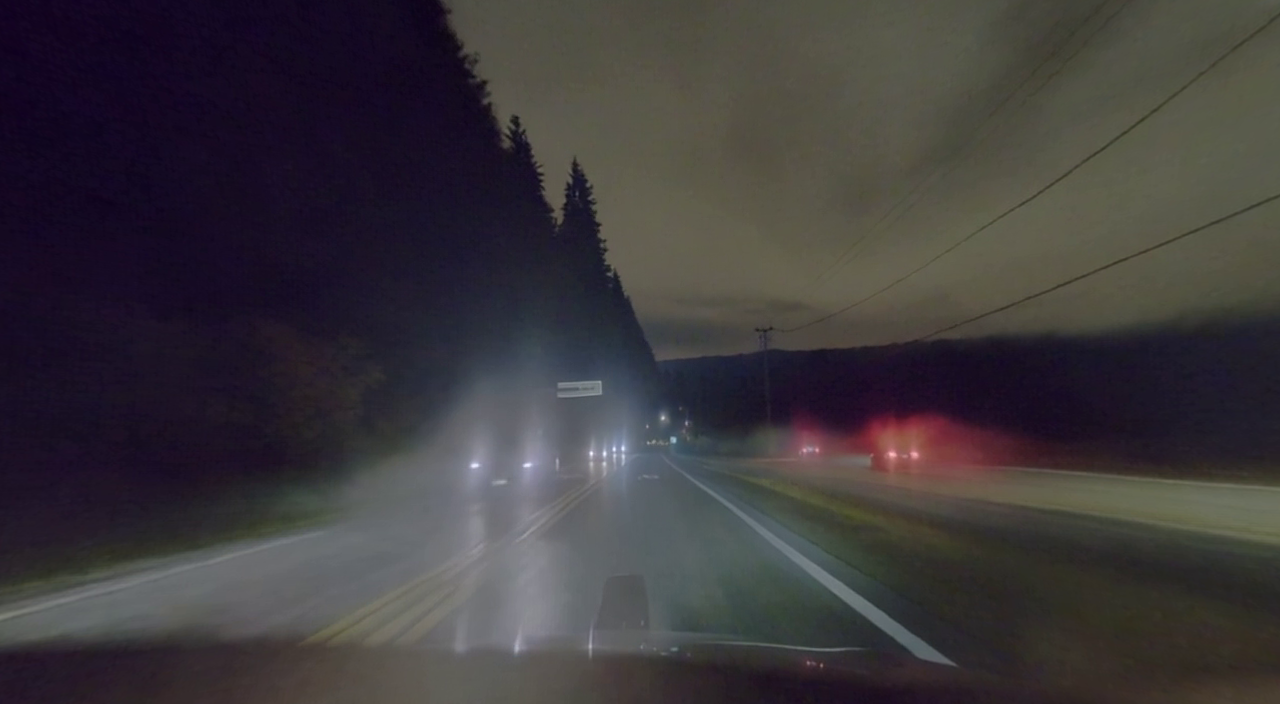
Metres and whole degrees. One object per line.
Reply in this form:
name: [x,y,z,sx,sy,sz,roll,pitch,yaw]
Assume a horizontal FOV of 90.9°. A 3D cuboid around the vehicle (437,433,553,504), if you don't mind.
vehicle: [-3.922,3.239,18.085,2.007,1.726,5.097,0,-8,2]
